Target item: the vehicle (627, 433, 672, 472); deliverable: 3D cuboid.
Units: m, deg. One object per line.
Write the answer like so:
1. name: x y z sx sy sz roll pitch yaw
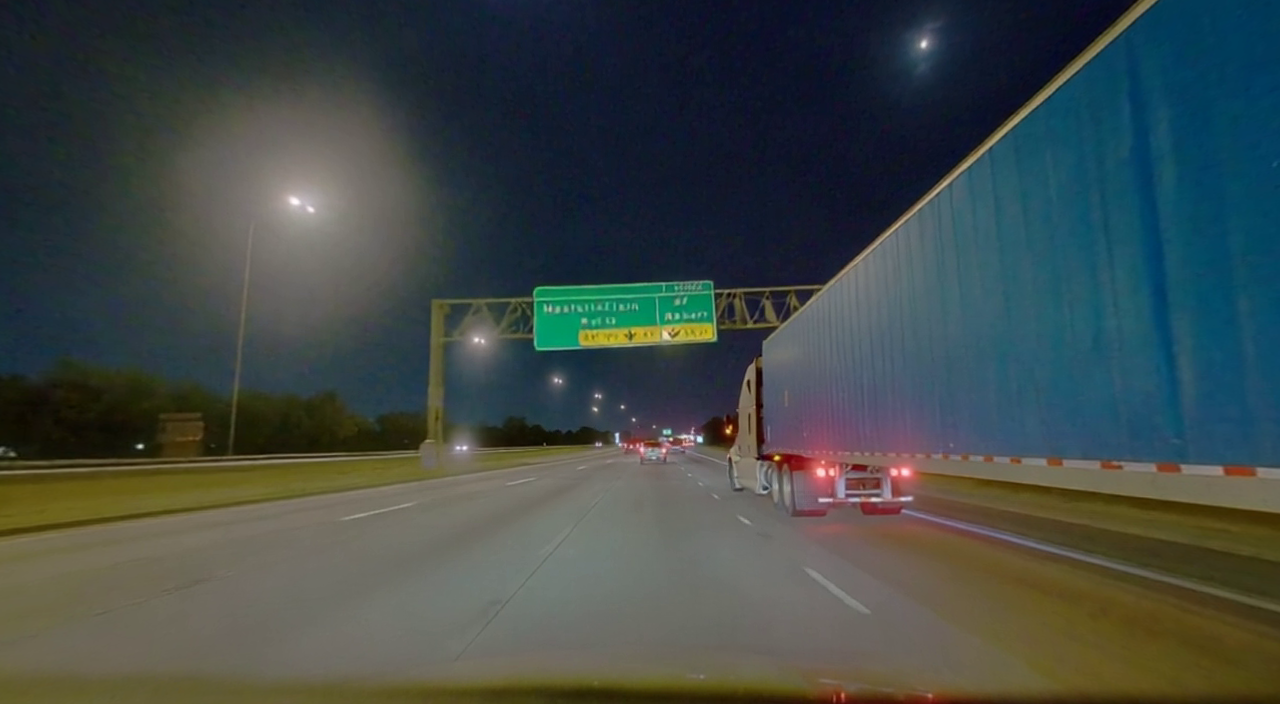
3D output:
1. vehicle: 0.466 5.228 32.796 2.205 1.860 4.301 0 -9 0

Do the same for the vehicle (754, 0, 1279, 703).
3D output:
1. vehicle: 4.088 0.262 6.360 3.019 4.145 16.453 -1 -9 1
